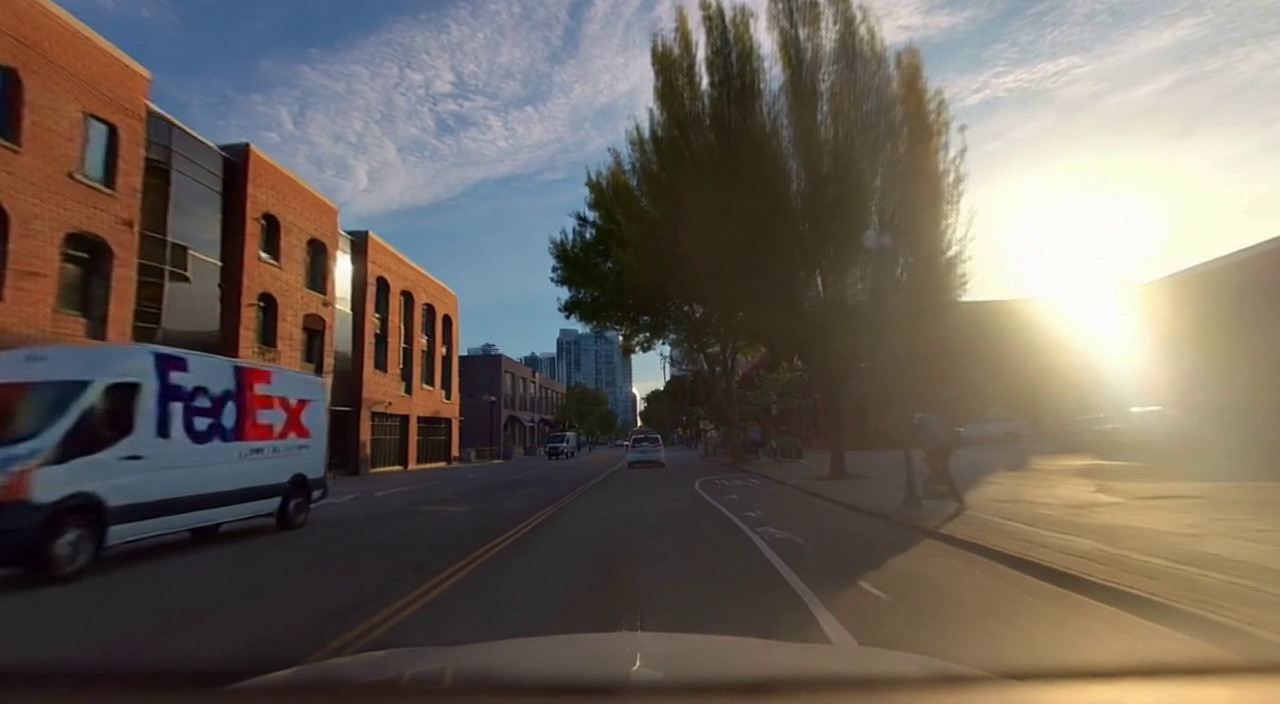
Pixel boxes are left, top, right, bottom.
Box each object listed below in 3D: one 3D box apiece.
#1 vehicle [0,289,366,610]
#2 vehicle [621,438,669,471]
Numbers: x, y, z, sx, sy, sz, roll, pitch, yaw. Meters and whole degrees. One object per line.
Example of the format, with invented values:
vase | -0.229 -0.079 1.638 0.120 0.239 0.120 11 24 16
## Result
vehicle | -7.256 1.375 9.649 2.754 3.065 7.103 0 -8 1
vehicle | 0.330 5.332 33.108 2.356 1.572 4.810 0 -8 2
